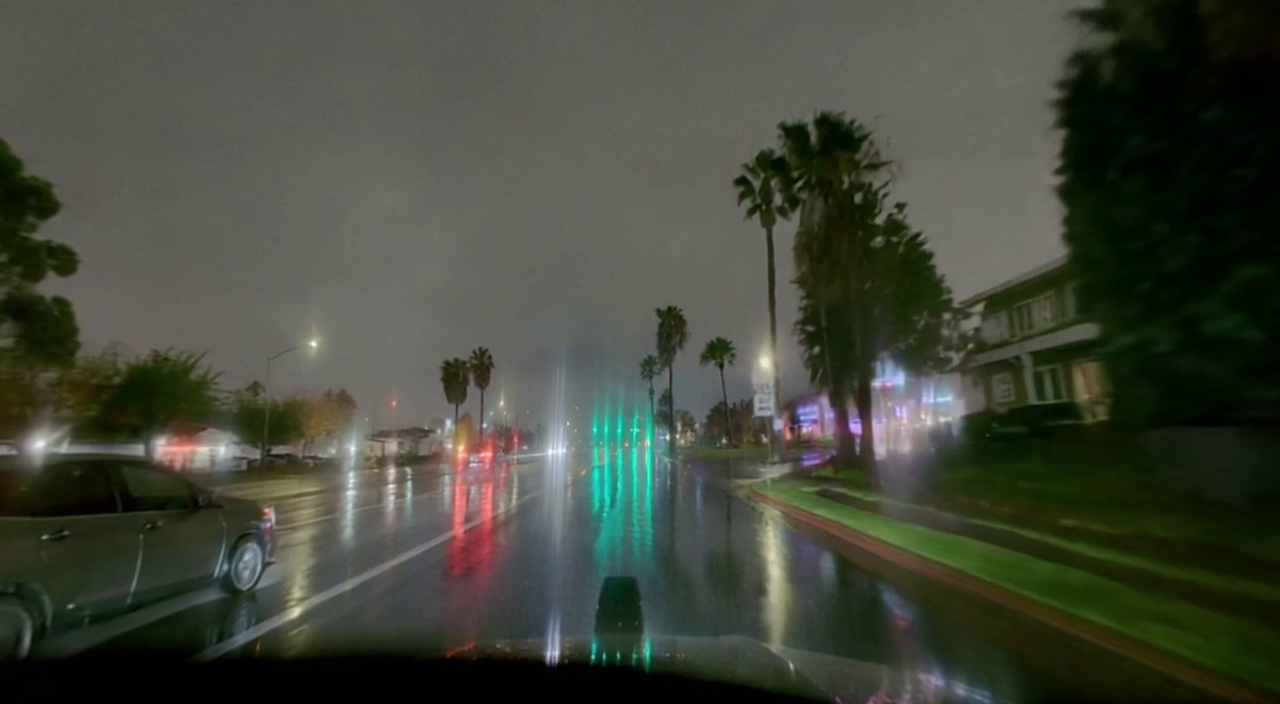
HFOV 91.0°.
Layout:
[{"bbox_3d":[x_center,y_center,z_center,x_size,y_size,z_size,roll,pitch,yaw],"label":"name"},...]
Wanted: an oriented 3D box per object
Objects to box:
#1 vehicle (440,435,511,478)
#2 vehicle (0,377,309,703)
[{"bbox_3d":[-7.549,4.848,29.390,2.136,1.844,4.363,0,-9,0],"label":"vehicle"},{"bbox_3d":[-4.163,1.066,3.807,2.041,1.666,4.182,0,-9,-1],"label":"vehicle"}]
